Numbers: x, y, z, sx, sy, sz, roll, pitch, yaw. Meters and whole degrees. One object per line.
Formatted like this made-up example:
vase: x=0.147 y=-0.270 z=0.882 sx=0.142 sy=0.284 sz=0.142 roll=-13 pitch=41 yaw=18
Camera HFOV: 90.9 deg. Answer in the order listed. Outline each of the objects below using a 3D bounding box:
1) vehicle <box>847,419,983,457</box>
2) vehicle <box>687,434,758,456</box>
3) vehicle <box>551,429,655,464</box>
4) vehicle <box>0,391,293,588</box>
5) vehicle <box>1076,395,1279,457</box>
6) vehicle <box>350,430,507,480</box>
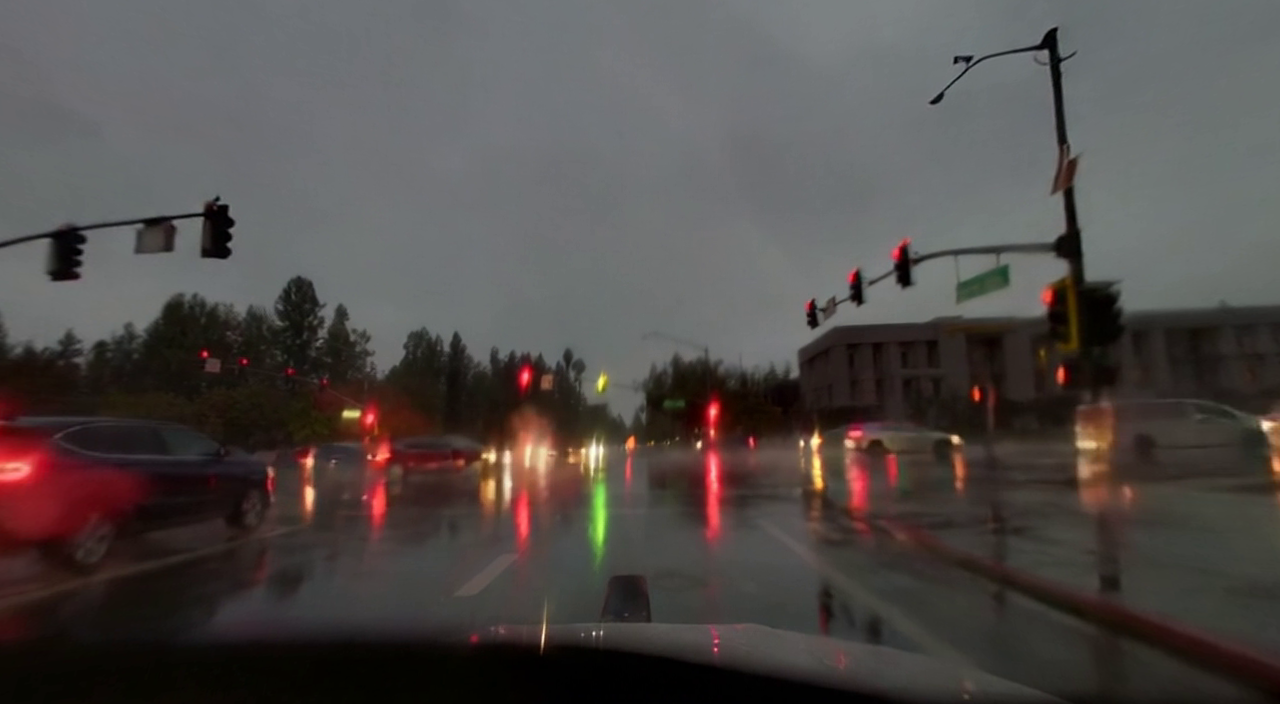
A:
vehicle: x=10.772 y=3.443 z=24.987 sx=4.515 sy=1.422 sz=1.802 roll=-1 pitch=-9 yaw=5
vehicle: x=5.716 y=6.487 z=43.843 sx=4.785 sy=1.472 sz=1.799 roll=-1 pitch=-9 yaw=5
vehicle: x=-1.654 y=4.397 z=29.339 sx=4.591 sy=1.525 sz=1.836 roll=-1 pitch=-9 yaw=6
vehicle: x=-6.394 y=1.496 z=7.460 sx=1.785 sy=1.678 sz=4.729 roll=0 pitch=-9 yaw=1
vehicle: x=17.252 y=2.375 z=20.007 sx=5.084 sy=1.824 sz=2.050 roll=-1 pitch=-9 yaw=6
vehicle: x=-7.416 y=3.661 z=22.396 sx=4.865 sy=1.663 sz=1.962 roll=-1 pitch=-9 yaw=7
